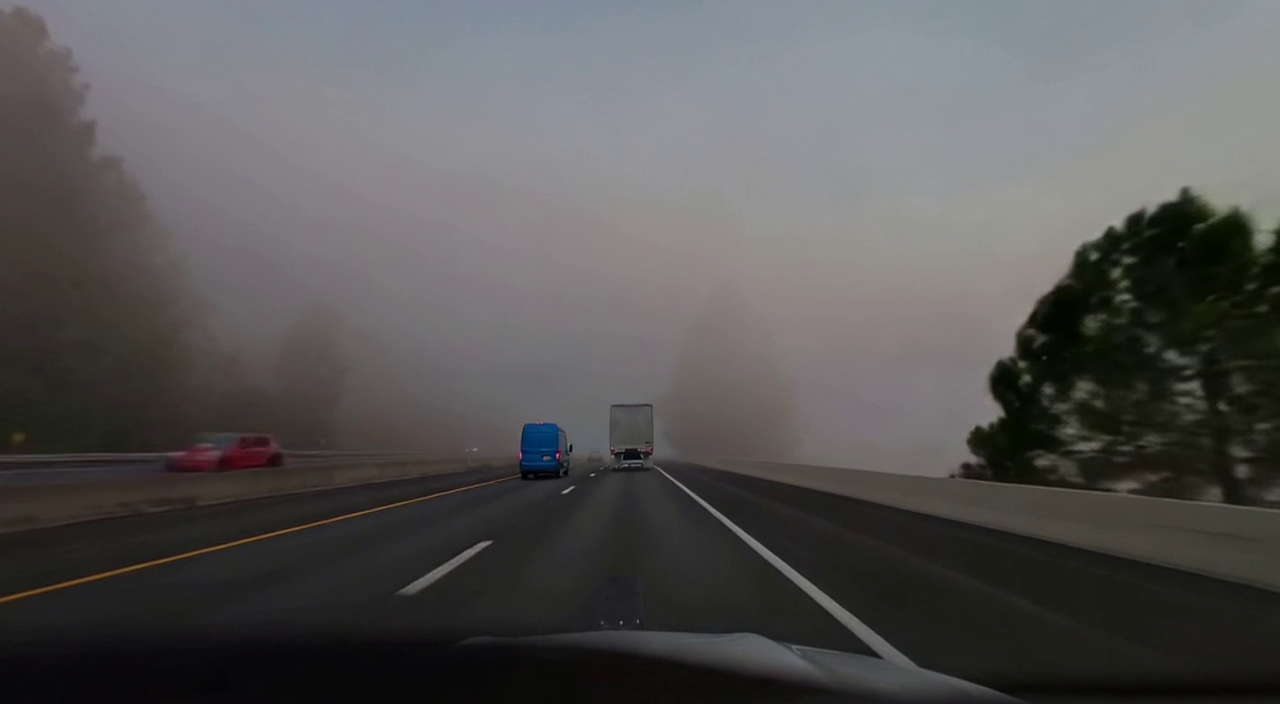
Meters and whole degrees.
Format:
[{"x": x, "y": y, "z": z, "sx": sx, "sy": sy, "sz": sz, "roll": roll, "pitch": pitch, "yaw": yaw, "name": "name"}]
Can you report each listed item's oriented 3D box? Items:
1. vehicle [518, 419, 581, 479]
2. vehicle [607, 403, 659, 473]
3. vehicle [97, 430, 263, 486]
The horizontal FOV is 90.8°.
[{"x": -4.501, "y": 4.992, "z": 32.473, "sx": 2.357, "sy": 2.786, "sz": 6.144, "roll": 0, "pitch": -9, "yaw": -1, "name": "vehicle"}, {"x": -0.508, "y": 5.804, "z": 41.773, "sx": 2.995, "sy": 4.036, "sz": 10.311, "roll": 0, "pitch": -9, "yaw": -1, "name": "vehicle"}, {"x": -13.359, "y": 3.116, "z": 18.679, "sx": 1.867, "sy": 1.486, "sz": 4.002, "roll": 0, "pitch": -9, "yaw": 0, "name": "vehicle"}]
